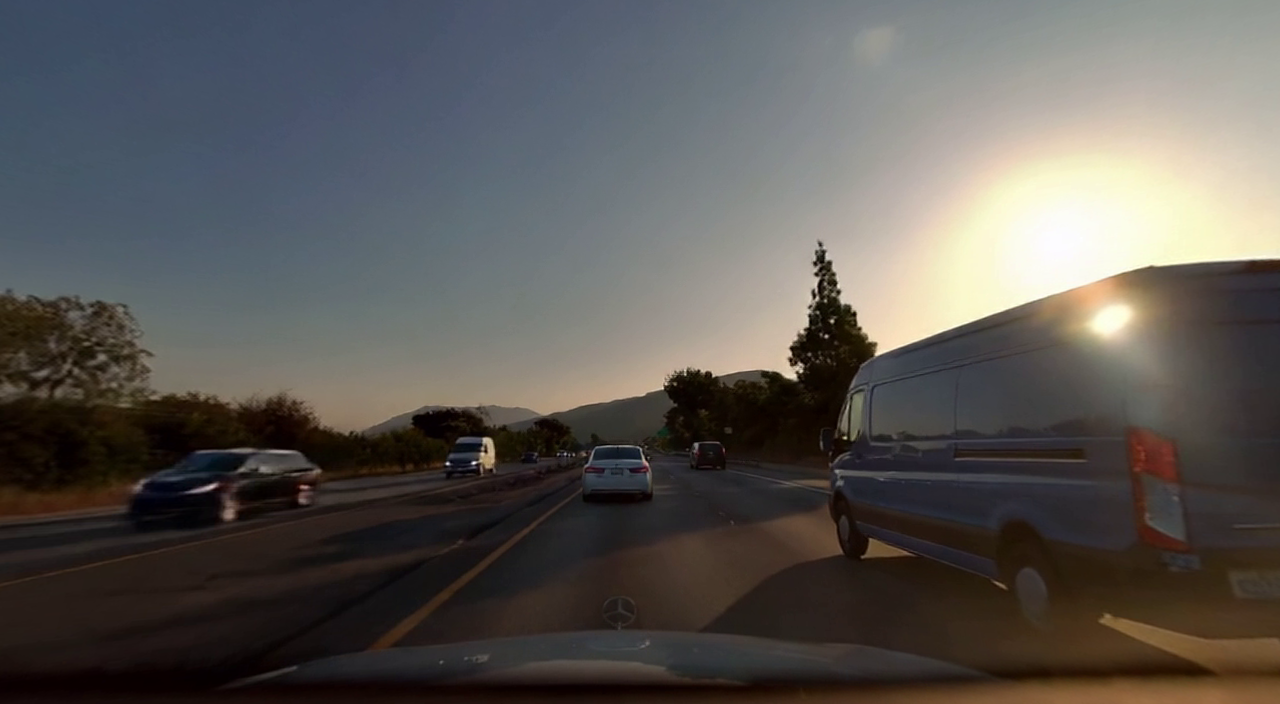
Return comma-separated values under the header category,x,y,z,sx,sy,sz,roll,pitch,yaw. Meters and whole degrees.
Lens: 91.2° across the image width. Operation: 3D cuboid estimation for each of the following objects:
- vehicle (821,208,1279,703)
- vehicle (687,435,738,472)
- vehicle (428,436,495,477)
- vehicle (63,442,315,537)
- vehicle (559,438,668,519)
category,x,y,z,sx,sy,sz,roll,pitch,yaw
vehicle,3.785,0.956,5.699,2.399,2.421,5.829,0,-9,-1
vehicle,4.069,5.848,36.135,2.261,1.952,4.784,0,-9,-1
vehicle,-9.107,5.373,32.389,2.106,1.959,4.715,0,-9,-1
vehicle,-8.809,2.675,12.858,1.984,1.571,4.292,0,-9,-1
vehicle,-0.518,2.662,13.642,2.029,1.483,3.769,0,-9,0
